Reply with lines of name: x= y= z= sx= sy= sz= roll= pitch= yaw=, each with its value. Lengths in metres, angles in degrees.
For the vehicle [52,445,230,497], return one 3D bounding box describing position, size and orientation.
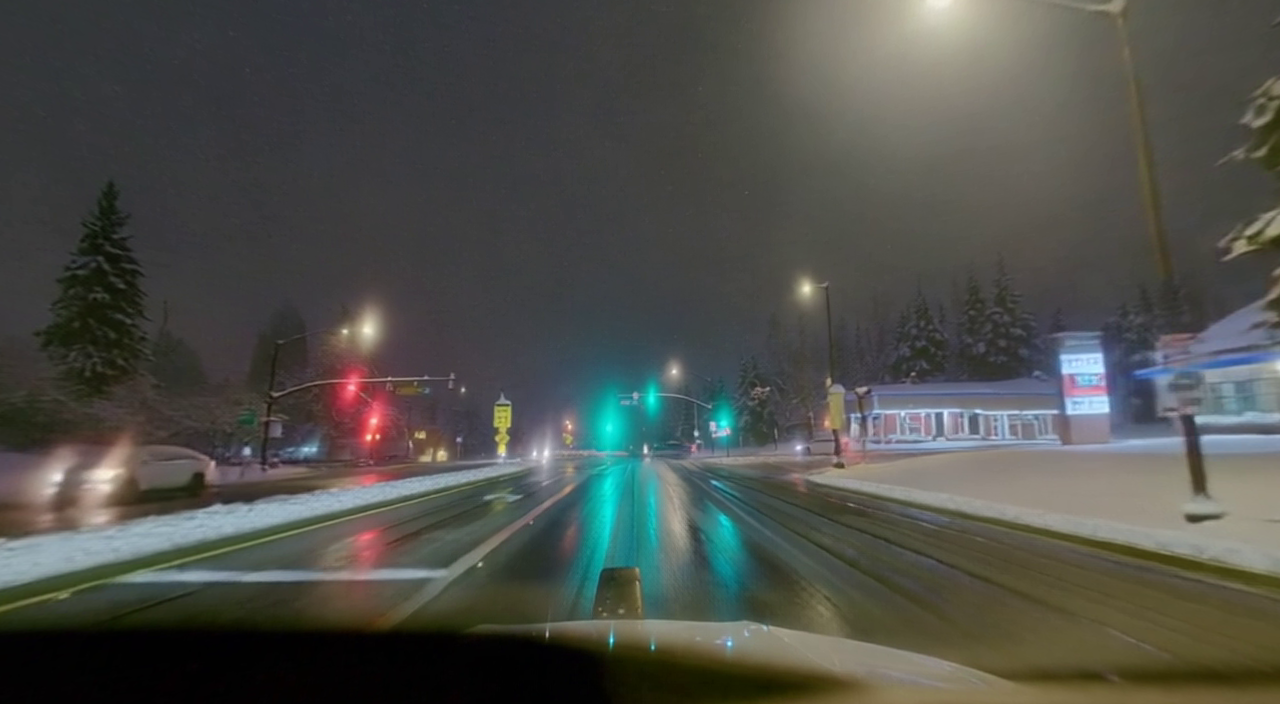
vehicle: x=-16.241 y=3.850 z=20.953 sx=1.911 sy=1.478 sz=4.601 roll=-1 pitch=-8 yaw=4
